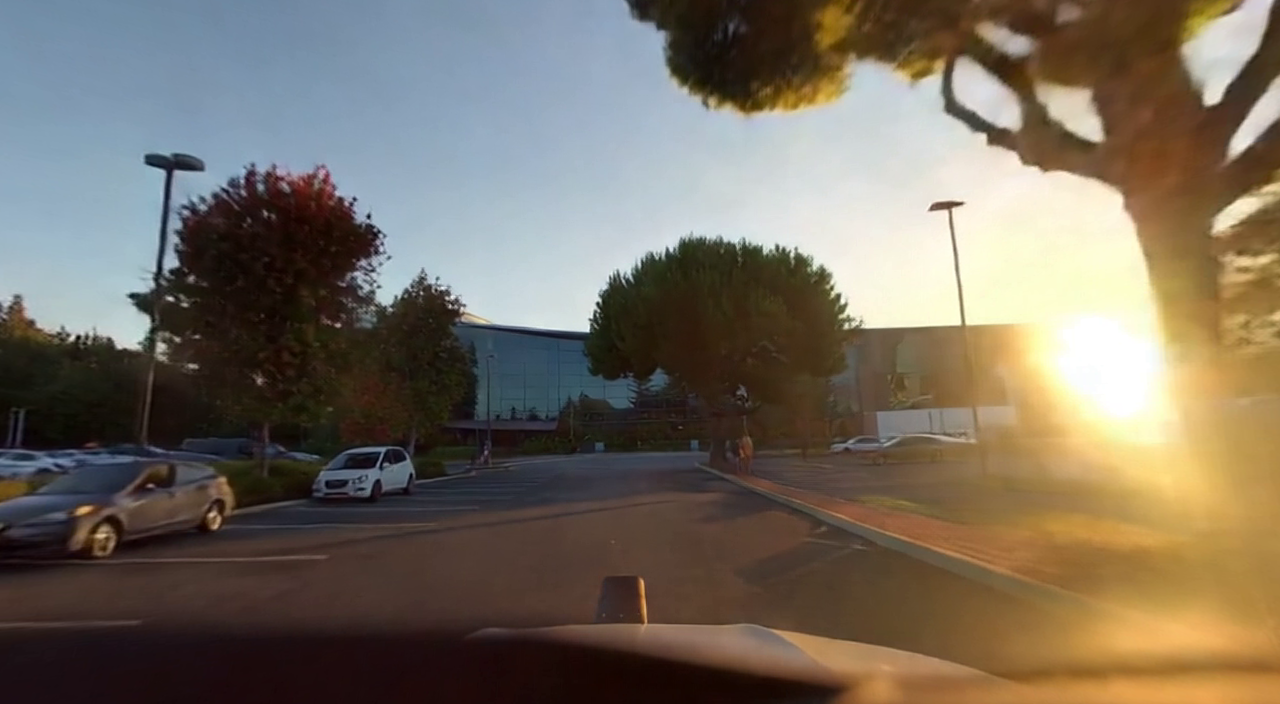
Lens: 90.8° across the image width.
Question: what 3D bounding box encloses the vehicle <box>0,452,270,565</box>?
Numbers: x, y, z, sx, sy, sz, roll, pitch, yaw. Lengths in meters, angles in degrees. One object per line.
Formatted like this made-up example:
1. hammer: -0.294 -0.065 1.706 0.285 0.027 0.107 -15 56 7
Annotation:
1. vehicle: -9.060 2.627 11.425 2.038 1.525 4.383 0 -8 1

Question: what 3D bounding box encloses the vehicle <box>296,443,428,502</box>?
1. vehicle: -9.325 4.049 21.791 2.360 1.741 4.912 0 -8 0
